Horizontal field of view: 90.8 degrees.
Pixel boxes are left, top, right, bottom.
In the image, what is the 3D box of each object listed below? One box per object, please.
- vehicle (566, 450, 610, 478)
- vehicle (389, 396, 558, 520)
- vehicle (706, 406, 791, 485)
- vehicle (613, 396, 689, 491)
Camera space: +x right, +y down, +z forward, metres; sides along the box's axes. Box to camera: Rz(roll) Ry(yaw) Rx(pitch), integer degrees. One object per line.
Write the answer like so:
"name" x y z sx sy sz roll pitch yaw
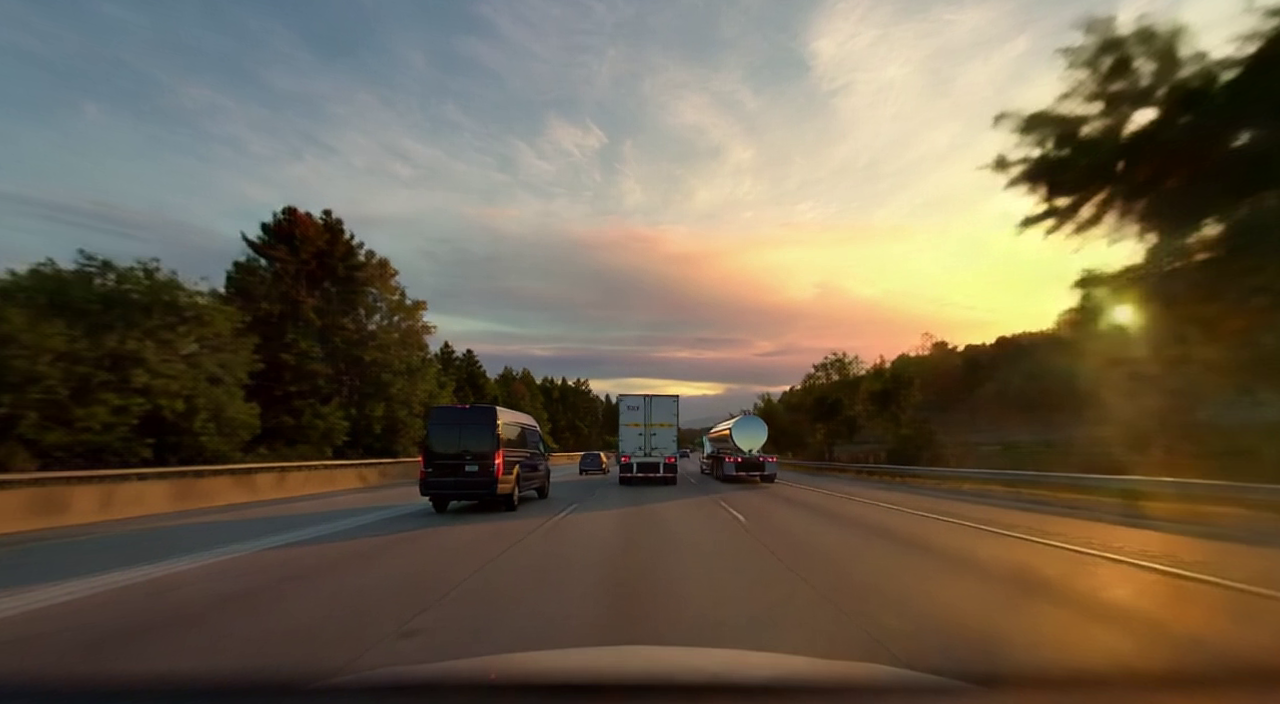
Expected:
"vehicle" -3.164 6.942 39.383 2.134 1.652 4.439 -1 -9 3
"vehicle" -3.897 2.720 16.435 2.525 2.572 6.260 0 -9 2
"vehicle" 5.410 5.062 33.796 2.706 3.500 11.483 0 -9 1
"vehicle" 0.237 4.078 27.562 2.773 3.455 9.118 0 -10 -2
